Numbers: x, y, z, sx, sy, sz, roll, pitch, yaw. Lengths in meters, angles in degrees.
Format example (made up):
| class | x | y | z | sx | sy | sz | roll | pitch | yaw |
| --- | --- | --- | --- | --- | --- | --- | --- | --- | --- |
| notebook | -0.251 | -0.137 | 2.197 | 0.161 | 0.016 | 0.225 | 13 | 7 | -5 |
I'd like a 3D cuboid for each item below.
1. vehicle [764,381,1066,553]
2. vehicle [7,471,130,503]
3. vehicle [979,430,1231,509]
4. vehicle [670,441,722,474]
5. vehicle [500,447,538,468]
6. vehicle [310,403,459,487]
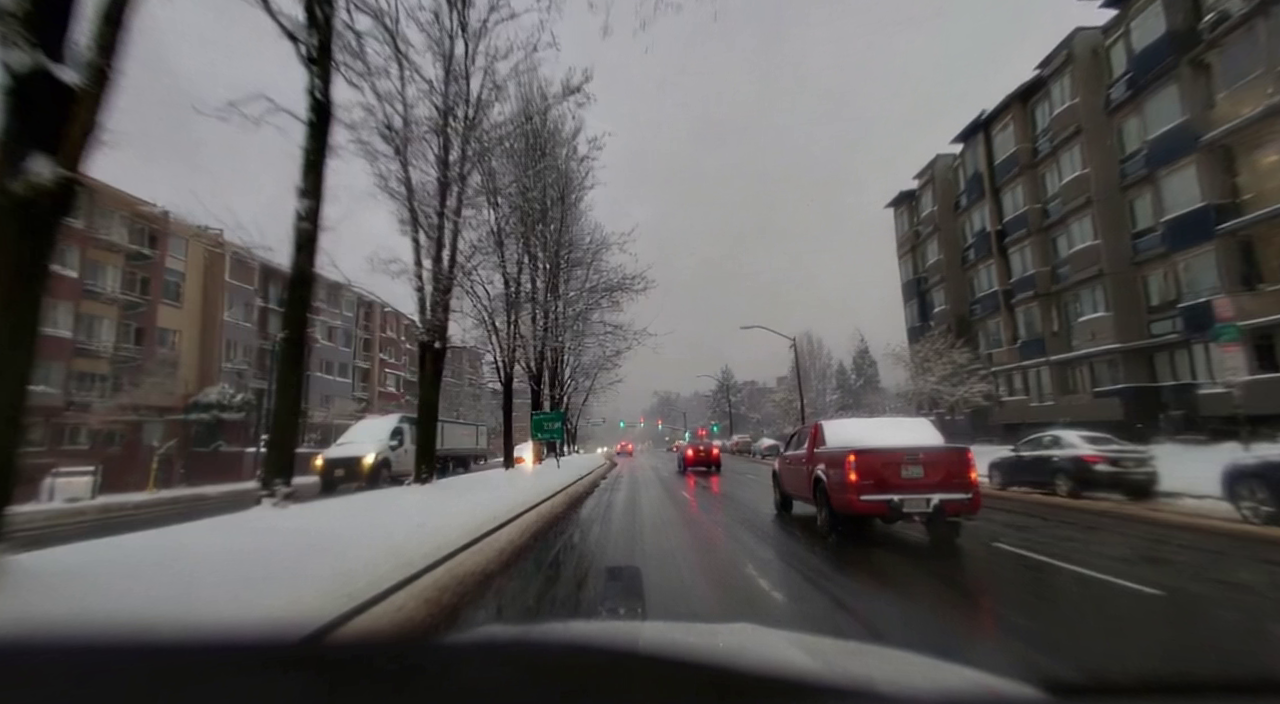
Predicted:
| class | x | y | z | sx | sy | sz | roll | pitch | yaw |
| --- | --- | --- | --- | --- | --- | --- | --- | --- | --- |
| vehicle | 3.801 | 1.782 | 10.387 | 2.427 | 2.017 | 5.763 | 0 | -9 | 1 |
| vehicle | -32.653 | 7.688 | 36.332 | 1.747 | 1.503 | 5.018 | -2 | -9 | 13 |
| vehicle | 10.072 | 2.578 | 14.360 | 2.007 | 1.464 | 4.917 | 0 | -9 | 0 |
| vehicle | 2.625 | 5.090 | 30.747 | 2.003 | 1.480 | 4.494 | 0 | -9 | -1 |
| vehicle | -8.875 | 7.776 | 46.698 | 1.949 | 1.503 | 4.388 | 0 | -9 | -1 |
| vehicle | -12.224 | 4.695 | 31.874 | 3.059 | 3.478 | 10.986 | 0 | -9 | -1 |
